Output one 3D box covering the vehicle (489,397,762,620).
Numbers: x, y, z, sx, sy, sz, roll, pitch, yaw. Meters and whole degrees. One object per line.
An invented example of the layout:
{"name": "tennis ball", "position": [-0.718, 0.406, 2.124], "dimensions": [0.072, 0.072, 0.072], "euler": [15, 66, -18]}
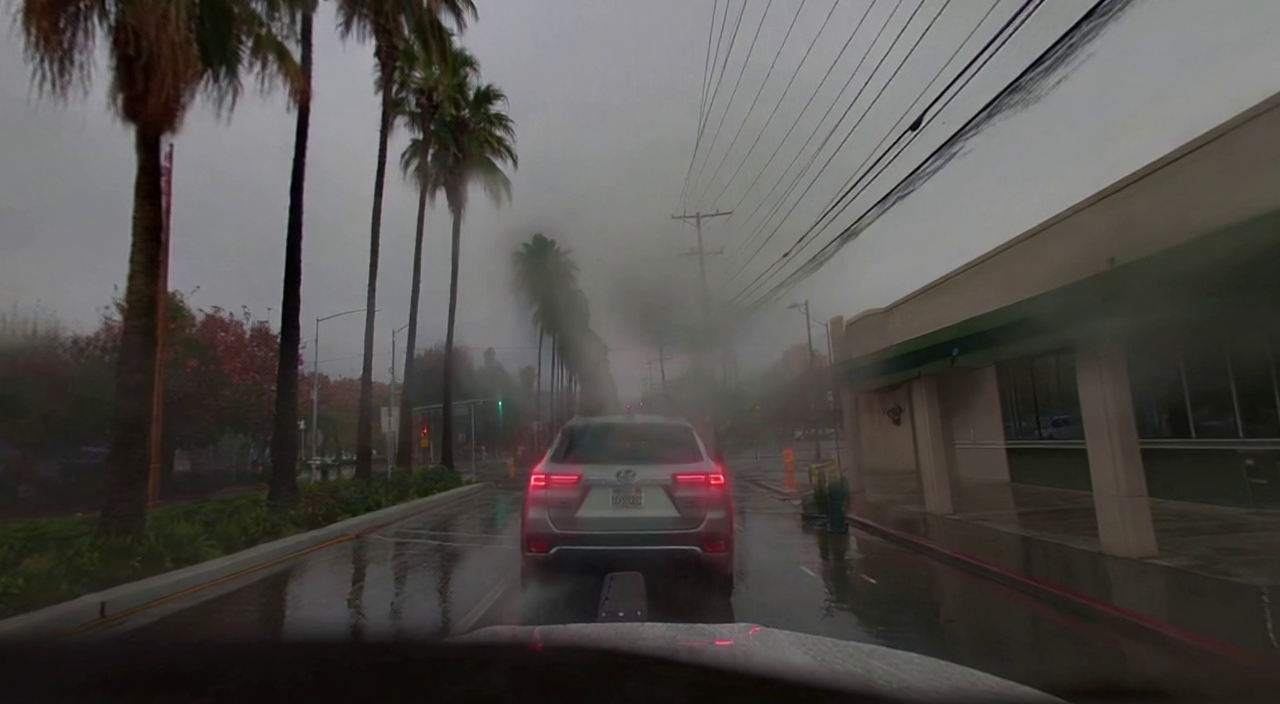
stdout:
{"name": "vehicle", "position": [-0.196, 1.482, 6.849], "dimensions": [2.105, 1.702, 3.750], "euler": [0, -8, -3]}
